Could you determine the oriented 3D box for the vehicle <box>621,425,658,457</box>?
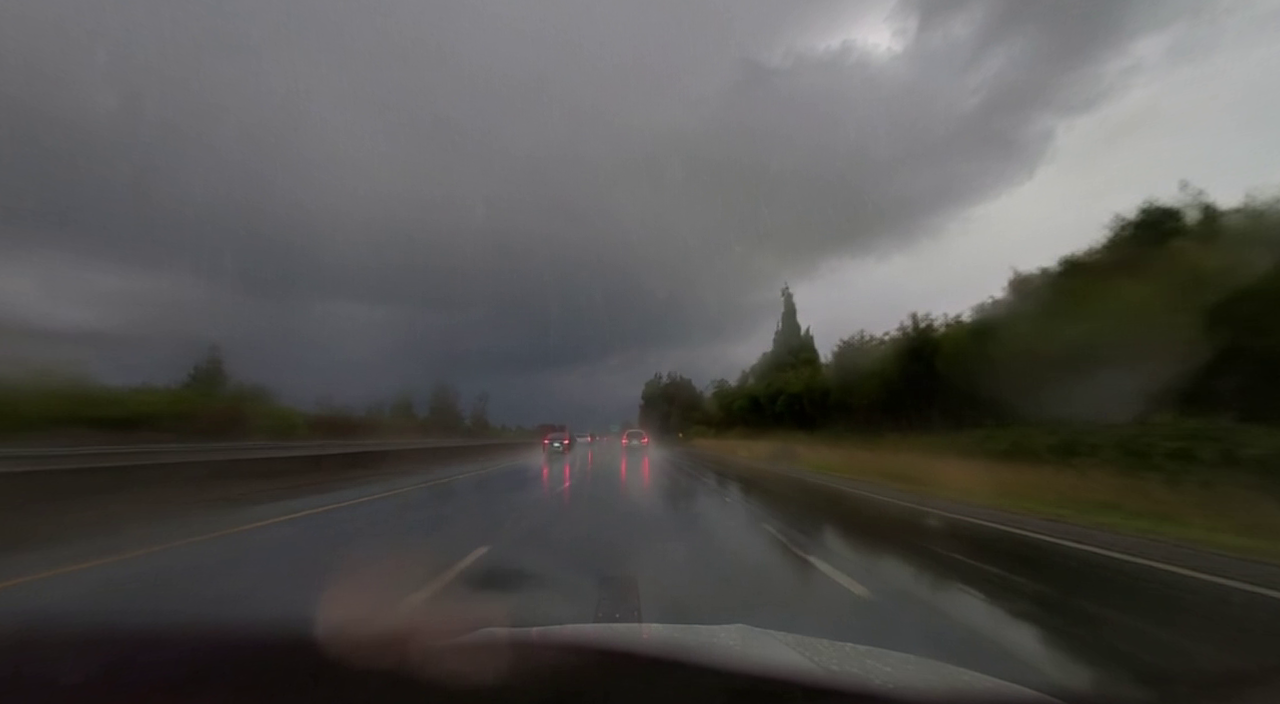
[{"bbox_3d":[-0.072,5.726,40.577,2.223,1.957,4.416,0,-8,-2],"label":"vehicle"}]

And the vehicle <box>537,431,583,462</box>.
[{"bbox_3d":[-4.265,5.125,34.166,2.062,1.567,4.117,0,-8,-1],"label":"vehicle"}]
